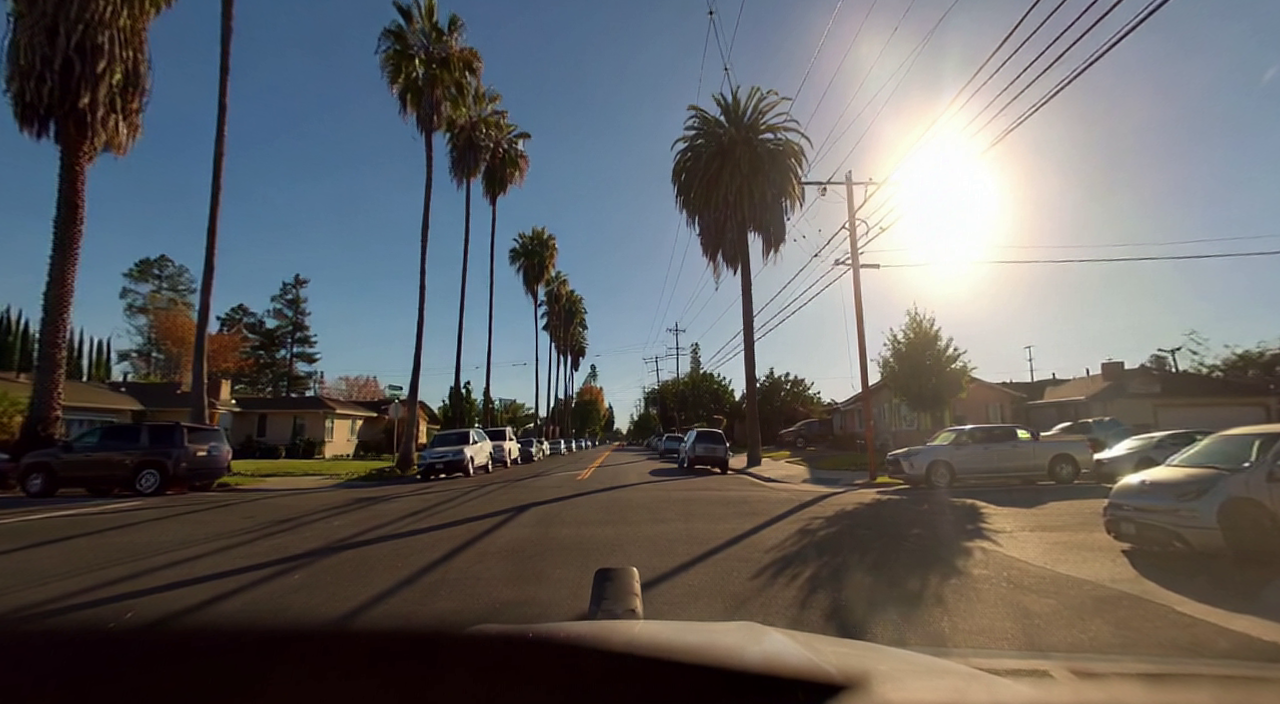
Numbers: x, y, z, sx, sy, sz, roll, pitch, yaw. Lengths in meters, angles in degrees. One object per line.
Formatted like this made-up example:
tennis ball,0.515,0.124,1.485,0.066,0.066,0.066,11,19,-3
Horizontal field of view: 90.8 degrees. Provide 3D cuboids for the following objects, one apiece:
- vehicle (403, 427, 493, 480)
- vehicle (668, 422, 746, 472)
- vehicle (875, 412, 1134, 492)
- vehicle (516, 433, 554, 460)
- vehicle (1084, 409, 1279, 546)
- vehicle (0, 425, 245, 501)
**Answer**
vehicle,-6.957,3.743,23.456,2.198,1.724,4.493,1,-9,-4
vehicle,2.694,4.082,27.212,2.505,1.895,5.805,0,-9,-2
vehicle,10.263,2.853,18.170,5.971,1.967,2.385,-1,-9,-5
vehicle,-7.716,7.021,46.775,2.178,1.865,4.658,0,-9,-2
vehicle,8.994,1.666,8.703,4.181,1.638,2.015,0,-9,-1
vehicle,-14.797,3.090,17.679,5.847,1.766,2.392,-2,-9,-3
